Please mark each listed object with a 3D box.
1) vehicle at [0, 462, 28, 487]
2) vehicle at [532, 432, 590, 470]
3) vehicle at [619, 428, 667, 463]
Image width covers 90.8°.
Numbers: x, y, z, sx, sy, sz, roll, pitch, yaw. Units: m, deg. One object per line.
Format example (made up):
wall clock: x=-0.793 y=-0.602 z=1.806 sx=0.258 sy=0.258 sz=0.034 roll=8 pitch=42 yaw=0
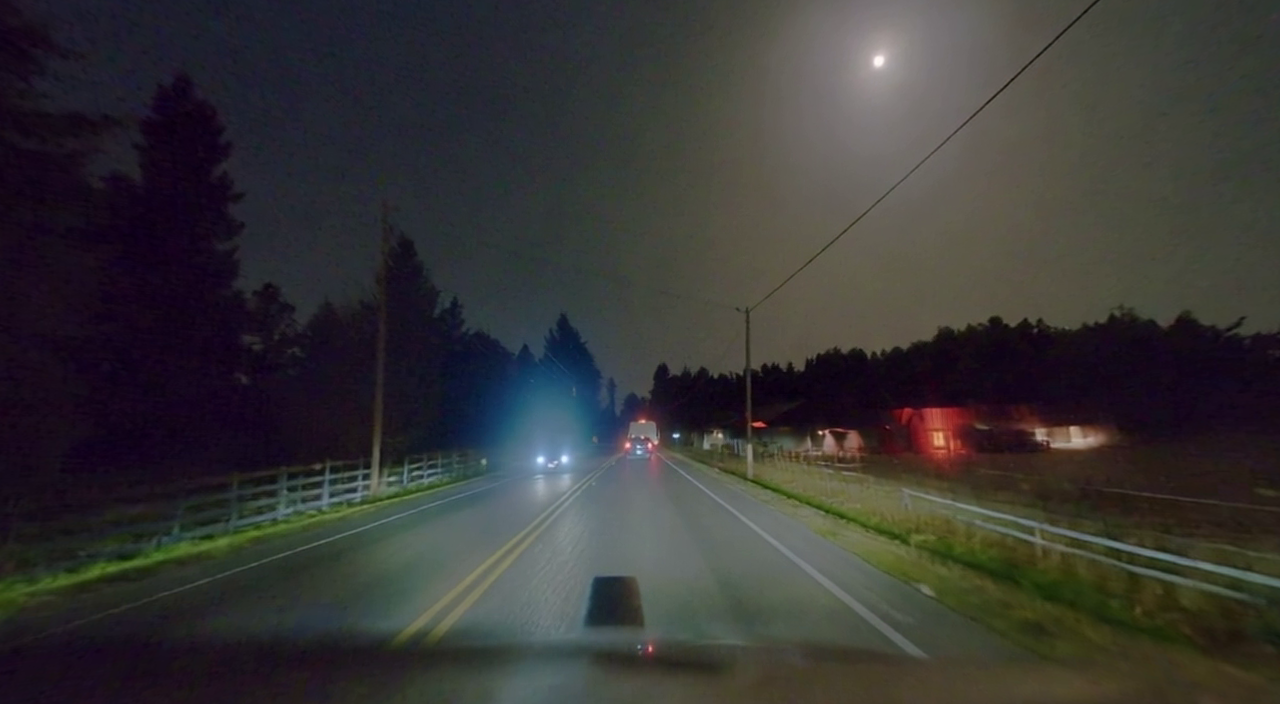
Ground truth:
vehicle: x=-49.615 y=9.547 z=49.262 sx=1.944 sy=1.767 sz=3.885 roll=6 pitch=-10 yaw=-35
vehicle: x=-3.980 y=5.119 z=32.762 sx=2.342 sy=1.778 sz=4.613 roll=0 pitch=-8 yaw=1
vehicle: x=0.098 y=5.609 z=37.939 sx=2.649 sy=1.870 sz=5.885 roll=0 pitch=-8 yaw=-2
